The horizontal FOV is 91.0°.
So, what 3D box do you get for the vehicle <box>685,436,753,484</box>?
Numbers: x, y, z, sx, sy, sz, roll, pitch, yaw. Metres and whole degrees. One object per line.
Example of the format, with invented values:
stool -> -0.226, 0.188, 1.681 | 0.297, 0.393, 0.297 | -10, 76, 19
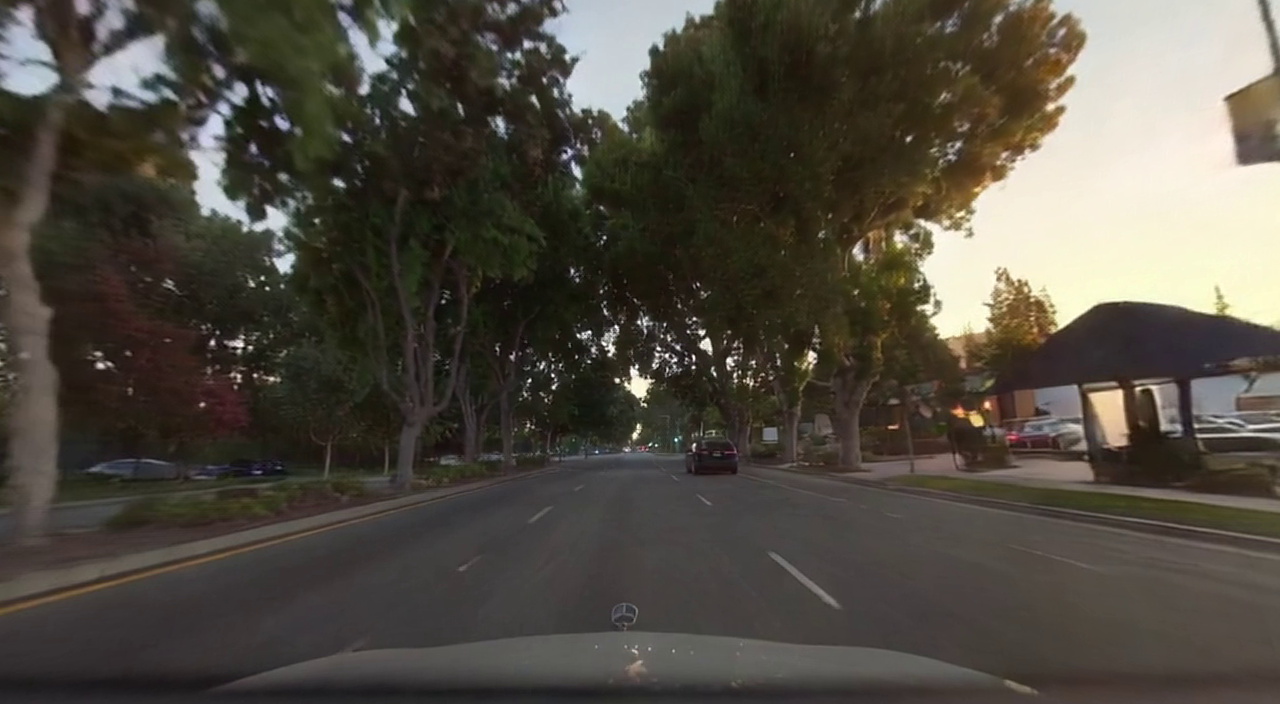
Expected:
vehicle -> 3.073, 4.312, 25.393 | 2.083, 1.743, 4.354 | 0, -8, -1
